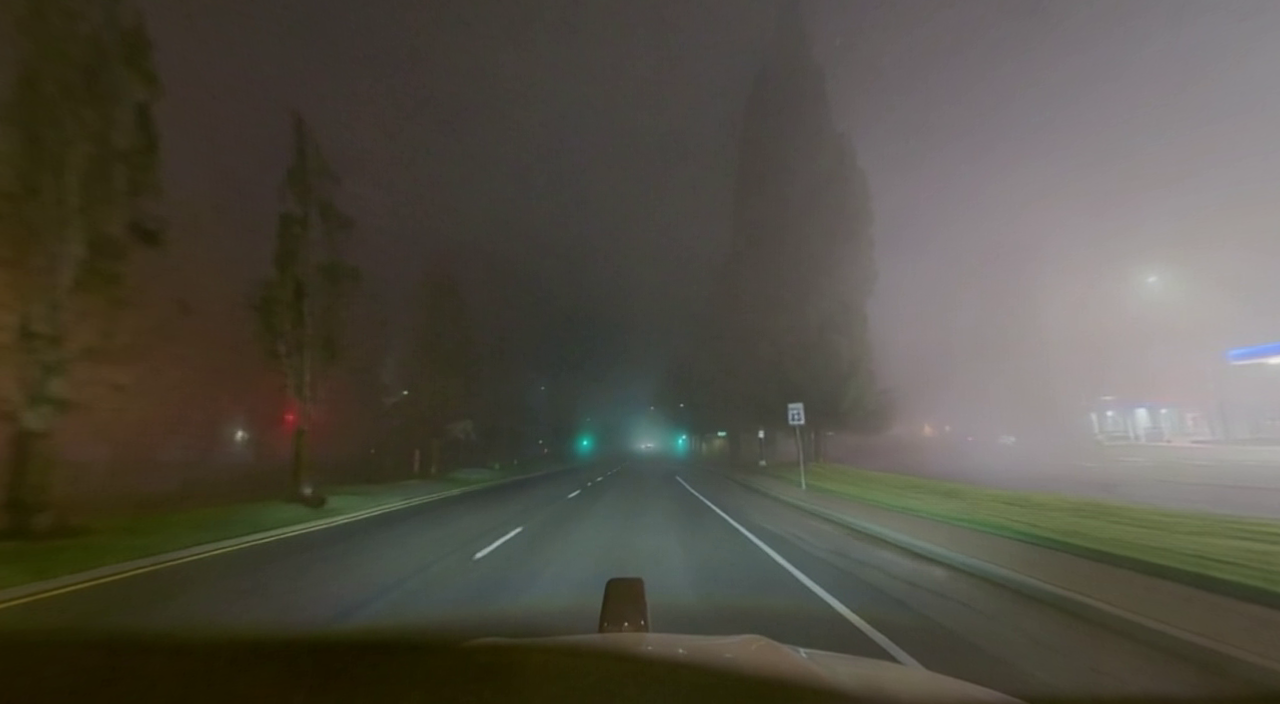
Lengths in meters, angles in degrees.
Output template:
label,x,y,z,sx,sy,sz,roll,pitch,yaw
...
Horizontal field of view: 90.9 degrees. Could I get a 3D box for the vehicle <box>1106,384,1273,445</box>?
label,x,y,z,sx,sy,sz,roll,pitch,yaw
vehicle,41.687,4.874,48.318,8.935,3.546,2.885,-13,-10,37
